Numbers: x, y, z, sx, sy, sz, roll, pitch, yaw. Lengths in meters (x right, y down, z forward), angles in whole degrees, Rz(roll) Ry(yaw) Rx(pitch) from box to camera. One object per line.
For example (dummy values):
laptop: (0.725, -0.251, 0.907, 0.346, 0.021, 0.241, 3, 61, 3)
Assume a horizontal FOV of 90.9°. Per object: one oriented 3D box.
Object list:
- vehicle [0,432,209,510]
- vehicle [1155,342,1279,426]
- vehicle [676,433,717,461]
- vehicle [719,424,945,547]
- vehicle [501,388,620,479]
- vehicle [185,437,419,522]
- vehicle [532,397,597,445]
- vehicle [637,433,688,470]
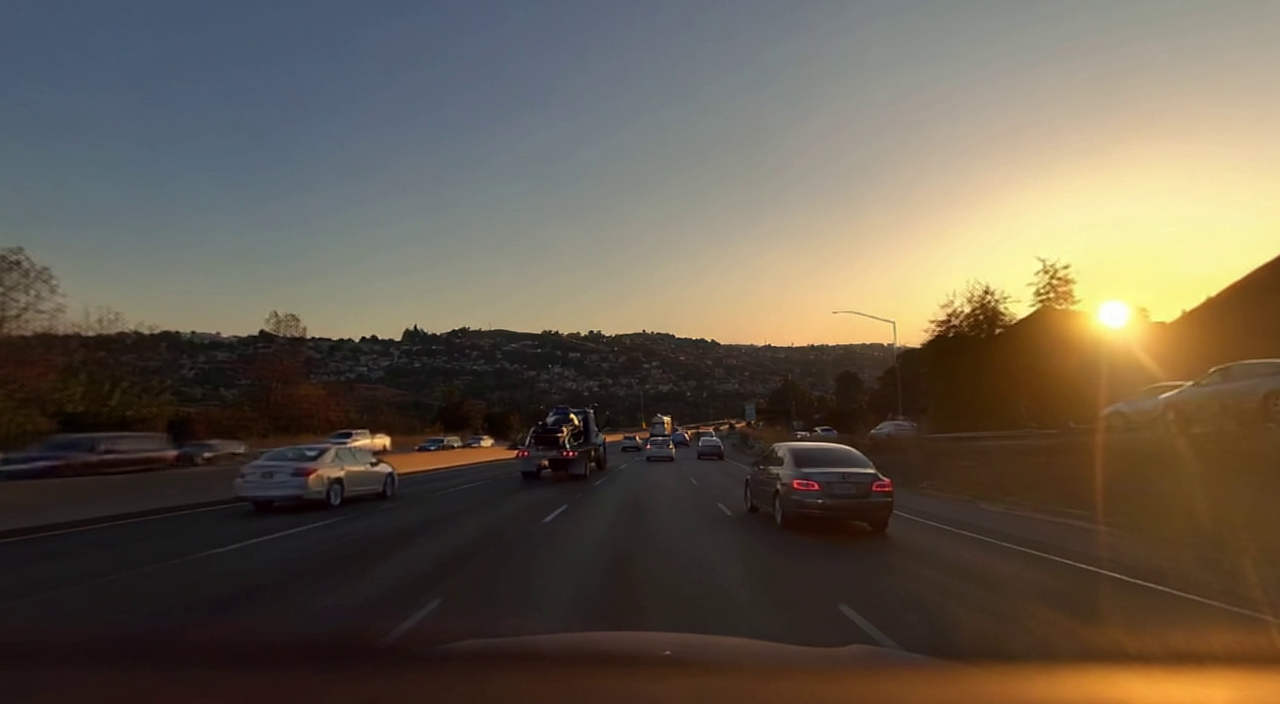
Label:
vehicle: (-12.638, 2.652, 14.600, 2.123, 1.511, 4.343, 0, -8, 3)
vehicle: (13.991, 0.725, 13.580, 1.979, 1.616, 4.268, 1, -8, -4)
vehicle: (3.413, 5.847, 39.023, 2.075, 1.614, 4.682, 0, -8, -1)
vehicle: (2.636, 1.951, 9.934, 2.040, 1.481, 4.260, 0, -8, -3)
vehicle: (-2.765, 3.414, 25.885, 3.162, 2.955, 10.282, 0, -8, 2)
vehicle: (-6.519, 2.494, 13.031, 1.964, 1.395, 4.948, 0, -8, 2)
vehicle: (-2.831, 2.789, 24.710, 1.893, 1.674, 4.766, 0, -8, 1)
vehicle: (0.984, 4.379, 27.801, 2.079, 1.499, 3.915, 0, -8, 2)
